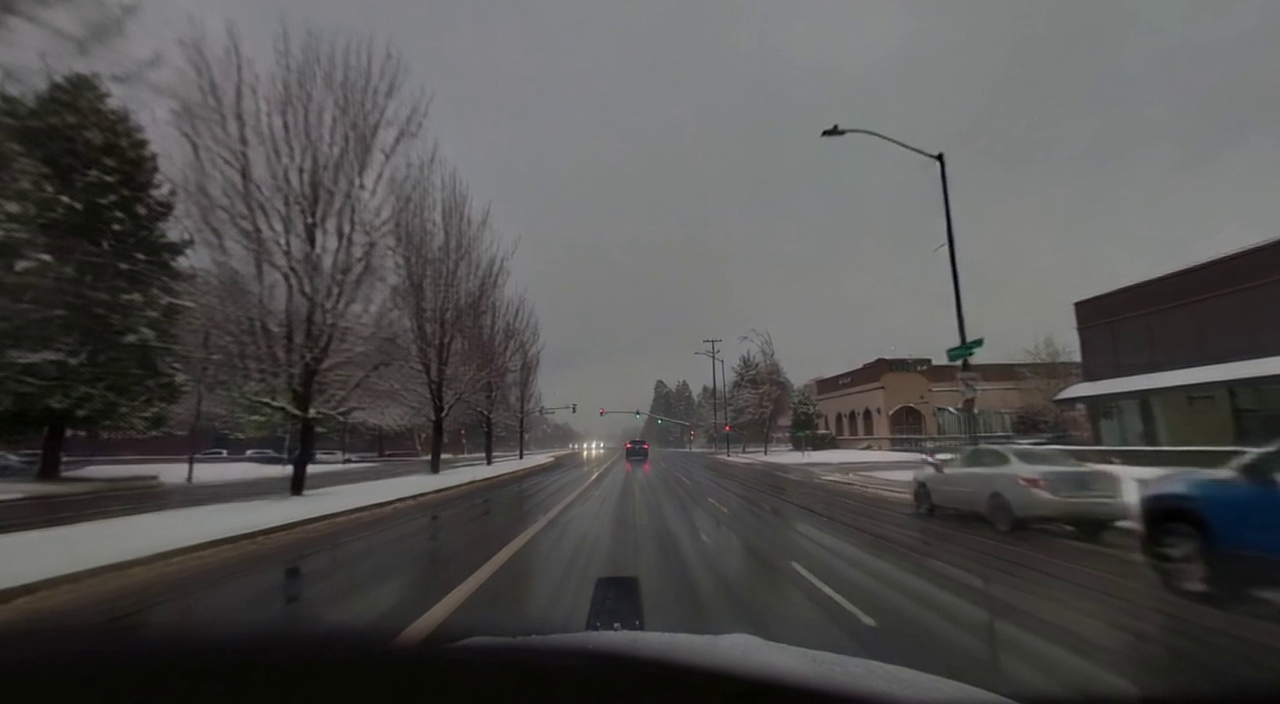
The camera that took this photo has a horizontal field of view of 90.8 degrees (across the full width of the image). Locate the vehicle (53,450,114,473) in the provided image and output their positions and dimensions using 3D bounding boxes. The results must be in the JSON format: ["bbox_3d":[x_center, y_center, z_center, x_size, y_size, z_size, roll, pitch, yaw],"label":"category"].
[{"bbox_3d":[-39.092,7.678,44.487,1.920,1.534,4.933,4,-10,-26],"label":"vehicle"}]

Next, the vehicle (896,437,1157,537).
[{"bbox_3d":[6.720,2.355,11.762,1.959,1.466,4.528,0,-8,0],"label":"vehicle"}]

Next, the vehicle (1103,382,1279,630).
[{"bbox_3d":[5.883,1.003,3.792,2.295,1.804,4.971,0,-8,-2],"label":"vehicle"}]

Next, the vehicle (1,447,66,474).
[{"bbox_3d":[-44.371,7.912,46.358,2.122,1.792,4.859,4,-10,-28],"label":"vehicle"}]
